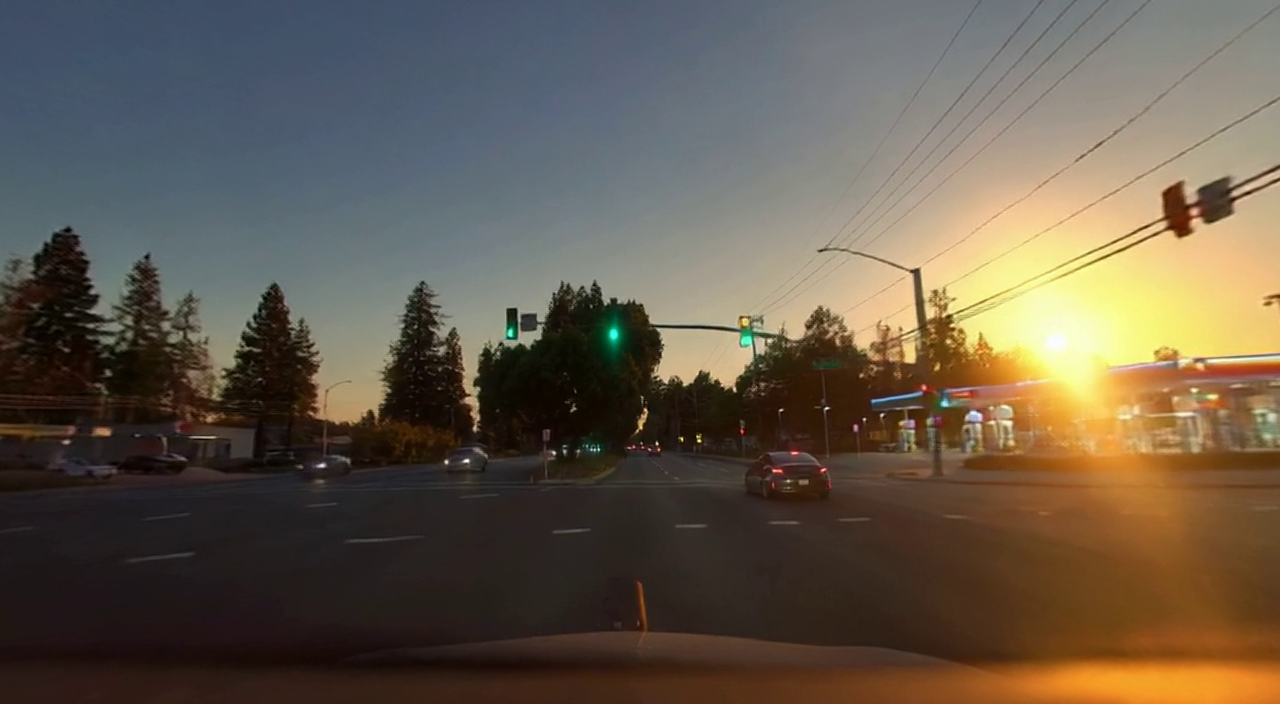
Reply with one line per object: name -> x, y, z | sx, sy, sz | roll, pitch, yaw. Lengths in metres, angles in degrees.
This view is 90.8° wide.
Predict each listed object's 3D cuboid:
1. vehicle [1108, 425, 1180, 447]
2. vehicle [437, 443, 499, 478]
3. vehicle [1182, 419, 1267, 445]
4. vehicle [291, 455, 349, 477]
vehicle -> 39.666, 6.668, 49.840 | 1.929, 1.589, 4.430 | 0, -9, -2
vehicle -> -8.541, 5.442, 31.752 | 1.913, 1.478, 4.312 | -4, -10, 0
vehicle -> 45.116, 6.254, 48.884 | 1.932, 1.875, 4.769 | 0, -9, 0
vehicle -> -24.894, 8.872, 49.350 | 1.866, 1.486, 4.661 | -1, -9, 3
